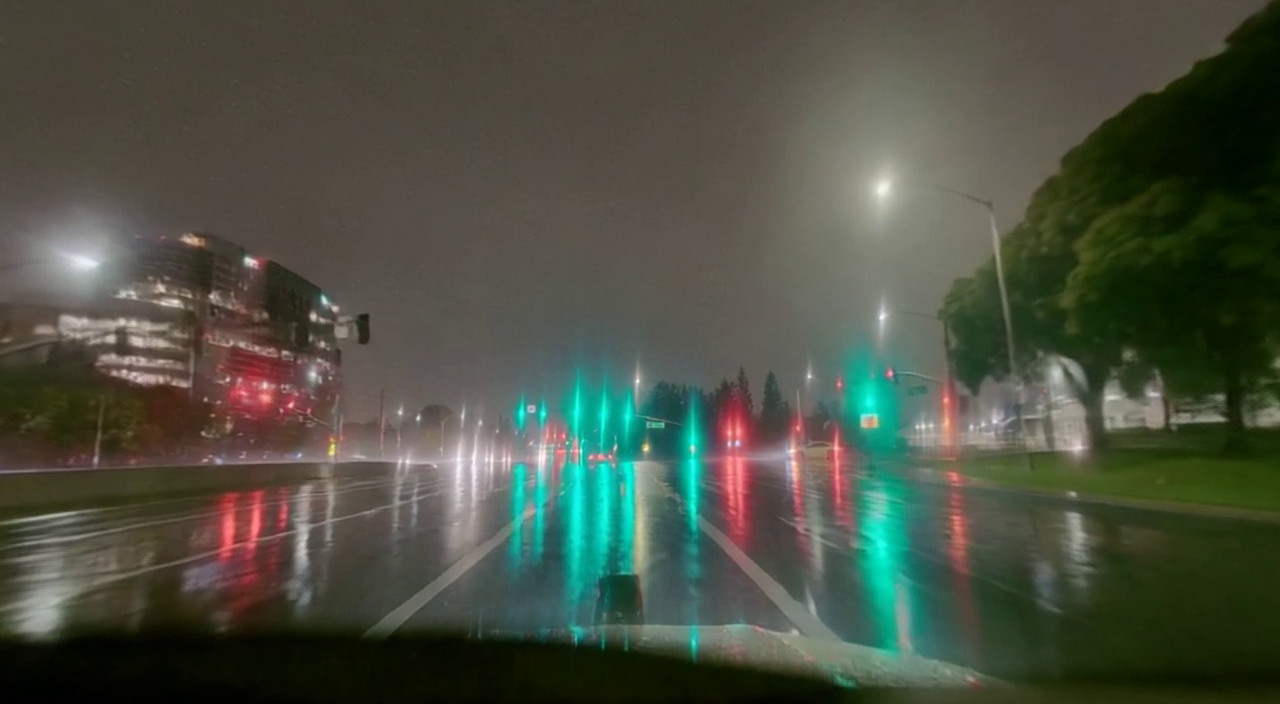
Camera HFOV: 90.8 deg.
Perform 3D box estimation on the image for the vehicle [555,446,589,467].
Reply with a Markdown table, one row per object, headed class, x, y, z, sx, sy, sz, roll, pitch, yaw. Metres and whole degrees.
| class | x | y | z | sx | sy | sz | roll | pitch | yaw |
| --- | --- | --- | --- | --- | --- | --- | --- | --- | --- |
| vehicle | -4.880 | 7.558 | 45.989 | 2.073 | 1.445 | 4.151 | 0 | -8 | -1 |
